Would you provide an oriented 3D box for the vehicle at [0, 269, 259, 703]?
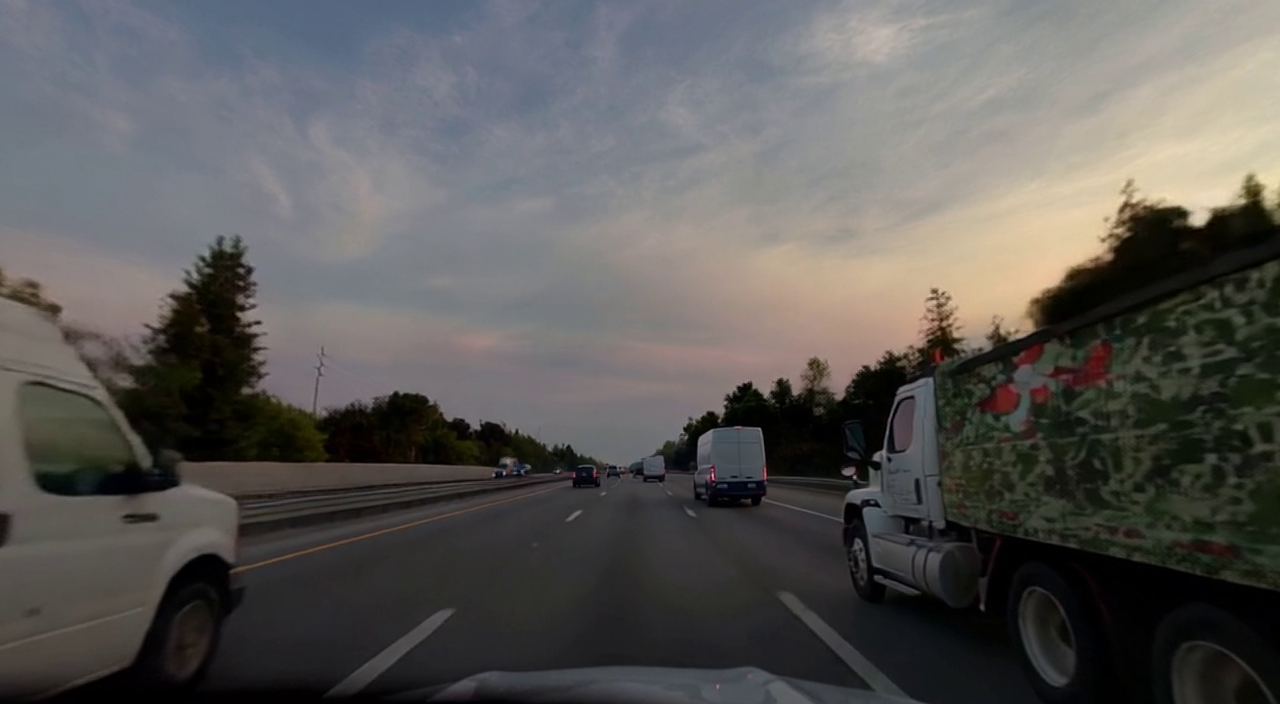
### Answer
[{"bbox_3d":[-3.505,0.453,1.097,2.378,1.930,5.086,1,-10,1],"label":"vehicle"}]

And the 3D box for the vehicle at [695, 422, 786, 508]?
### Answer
[{"bbox_3d":[3.798,4.506,25.065,2.703,2.988,5.097,1,-10,-1],"label":"vehicle"}]

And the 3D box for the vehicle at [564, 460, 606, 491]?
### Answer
[{"bbox_3d":[-3.486,7.933,40.584,2.204,1.852,4.661,1,-10,1],"label":"vehicle"}]
